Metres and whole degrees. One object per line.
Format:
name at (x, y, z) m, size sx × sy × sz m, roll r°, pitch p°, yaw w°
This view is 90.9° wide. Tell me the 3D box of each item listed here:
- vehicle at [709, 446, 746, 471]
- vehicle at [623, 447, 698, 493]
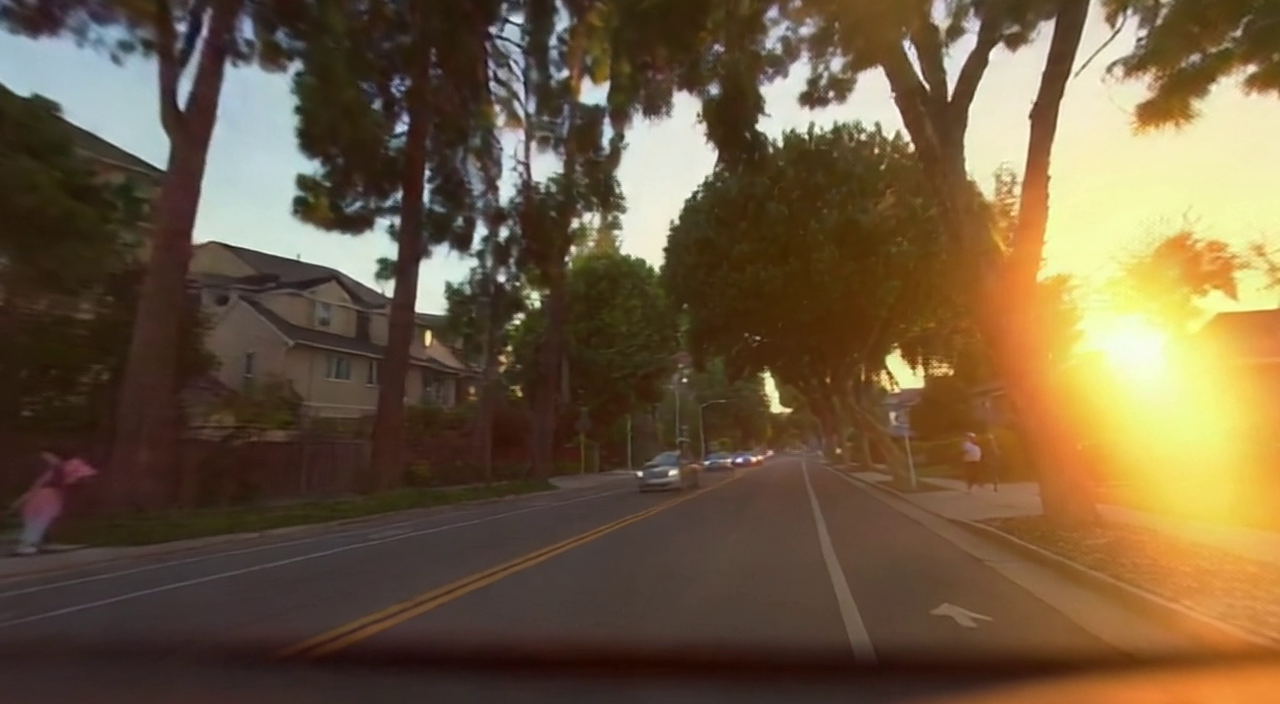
vehicle at (6.542, 7.852, 46.708) m, size 2.167 × 1.691 × 4.755 m, roll -2°, pitch -8°, yaw 15°
vehicle at (0.885, 4.333, 23.622) m, size 1.906 × 1.498 × 4.222 m, roll -2°, pitch -8°, yaw 15°
